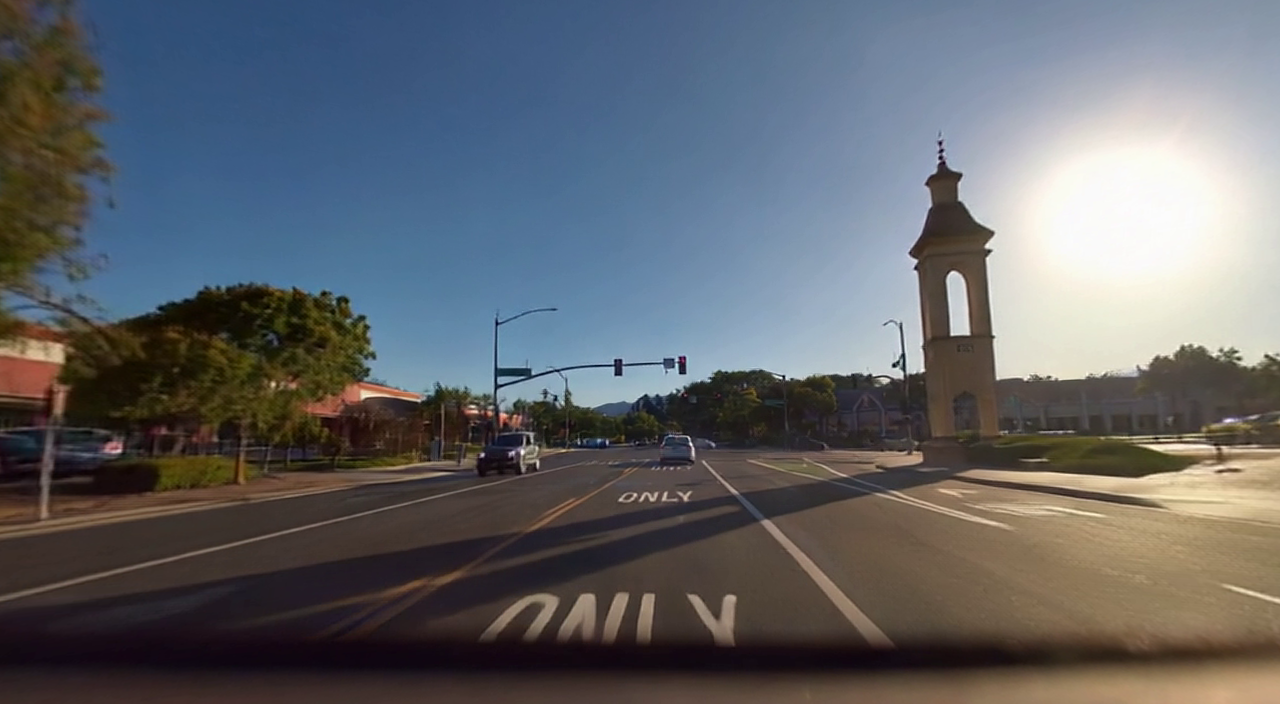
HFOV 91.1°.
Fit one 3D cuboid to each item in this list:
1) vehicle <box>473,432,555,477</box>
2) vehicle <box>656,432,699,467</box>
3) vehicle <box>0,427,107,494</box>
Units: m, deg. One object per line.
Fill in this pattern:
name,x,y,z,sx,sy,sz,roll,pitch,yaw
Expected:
vehicle,-5.905,4.903,30.354,2.366,1.941,5.823,-1,-9,5
vehicle,2.465,6.308,40.805,2.590,2.080,5.284,0,-9,4
vehicle,-22.684,3.683,21.529,6.446,2.143,2.606,0,-9,2
